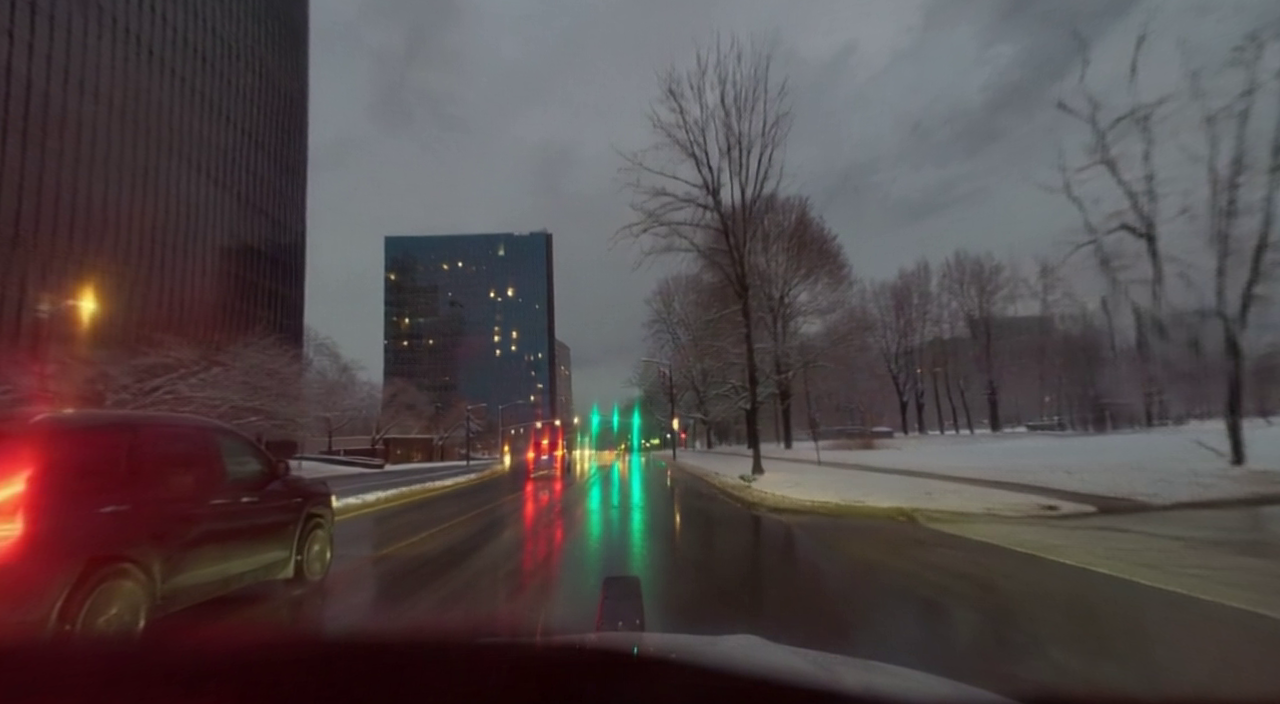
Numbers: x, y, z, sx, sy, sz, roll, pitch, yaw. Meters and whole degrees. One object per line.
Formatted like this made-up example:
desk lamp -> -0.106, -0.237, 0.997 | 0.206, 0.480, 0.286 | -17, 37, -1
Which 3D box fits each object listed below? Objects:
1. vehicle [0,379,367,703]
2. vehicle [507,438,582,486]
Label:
vehicle -> -4.407, 1.313, 5.210 | 2.169, 1.741, 4.588 | 0, -9, 0
vehicle -> -3.980, 4.681, 27.157 | 2.384, 1.849, 5.009 | 0, -9, 1
